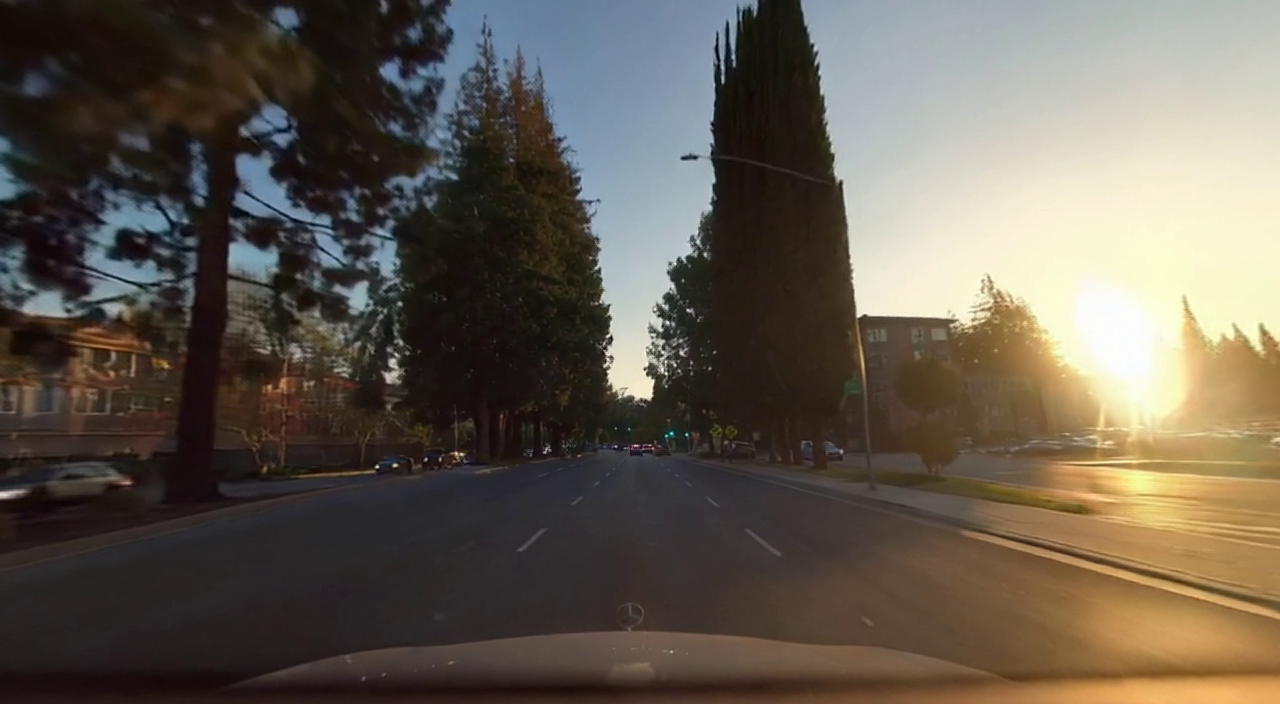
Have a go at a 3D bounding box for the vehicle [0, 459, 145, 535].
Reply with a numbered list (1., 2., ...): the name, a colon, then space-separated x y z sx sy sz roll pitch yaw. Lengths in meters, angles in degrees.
1. vehicle: -14.732 3.443 15.414 1.879 1.544 4.144 0 -8 -1

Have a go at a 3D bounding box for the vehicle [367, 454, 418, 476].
1. vehicle: -18.516 8.469 47.433 1.938 1.493 4.694 0 -8 0
